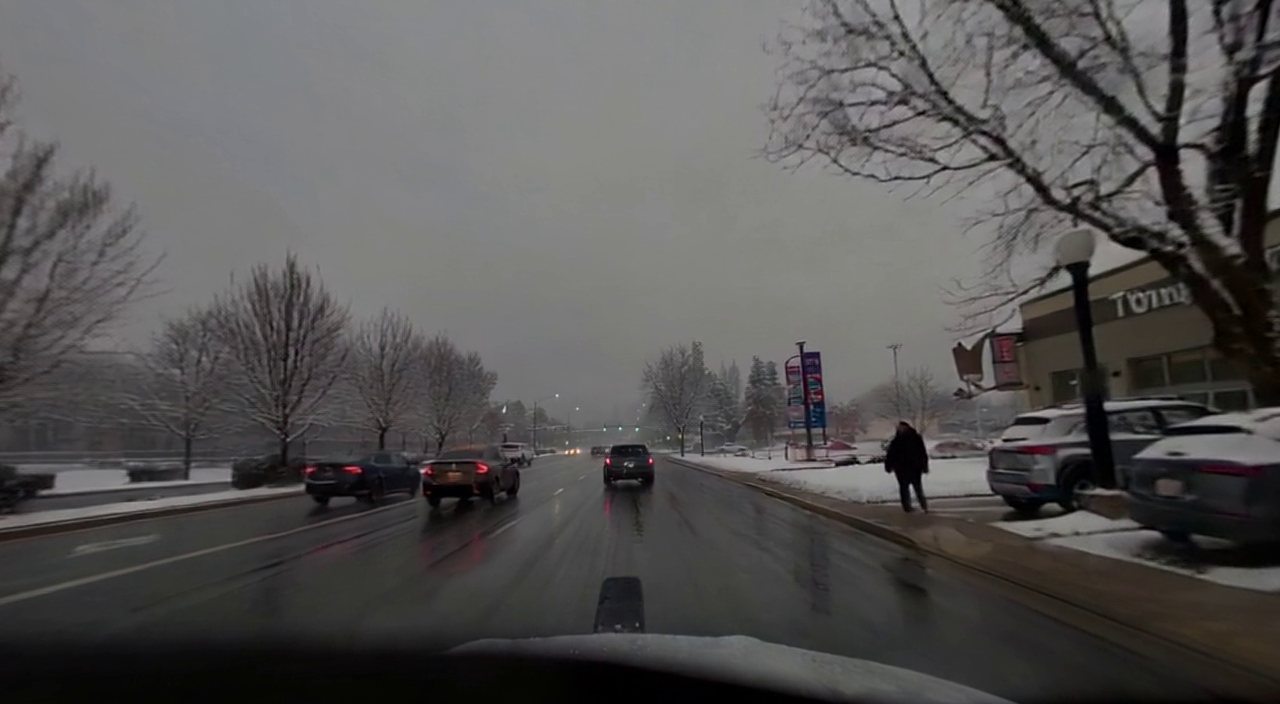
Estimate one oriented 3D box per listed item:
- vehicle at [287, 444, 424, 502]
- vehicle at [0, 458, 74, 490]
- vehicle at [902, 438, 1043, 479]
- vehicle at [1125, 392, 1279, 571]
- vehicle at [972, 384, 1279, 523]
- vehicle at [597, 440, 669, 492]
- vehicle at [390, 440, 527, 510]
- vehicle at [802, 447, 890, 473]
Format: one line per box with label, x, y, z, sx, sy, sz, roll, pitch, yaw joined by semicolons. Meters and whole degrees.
vehicle;-7.969;3.409;18.233;2.009;1.470;4.179;0;-9;0
vehicle;-37.124;7.151;37.187;5.392;1.755;2.213;0;-9;1
vehicle;13.099;4.190;25.005;4.619;1.523;1.873;1;-9;-9
vehicle;8.992;1.223;6.990;5.543;1.743;2.232;-3;-9;-7
vehicle;9.076;1.663;10.733;5.518;1.898;2.188;-3;-9;-1
vehicle;-0.272;3.577;20.124;2.061;1.469;3.954;0;-9;-2
vehicle;-4.281;2.975;15.833;1.973;1.456;4.850;0;-9;0
vehicle;13.226;6.950;40.744;4.877;1.603;2.197;0;-9;1
